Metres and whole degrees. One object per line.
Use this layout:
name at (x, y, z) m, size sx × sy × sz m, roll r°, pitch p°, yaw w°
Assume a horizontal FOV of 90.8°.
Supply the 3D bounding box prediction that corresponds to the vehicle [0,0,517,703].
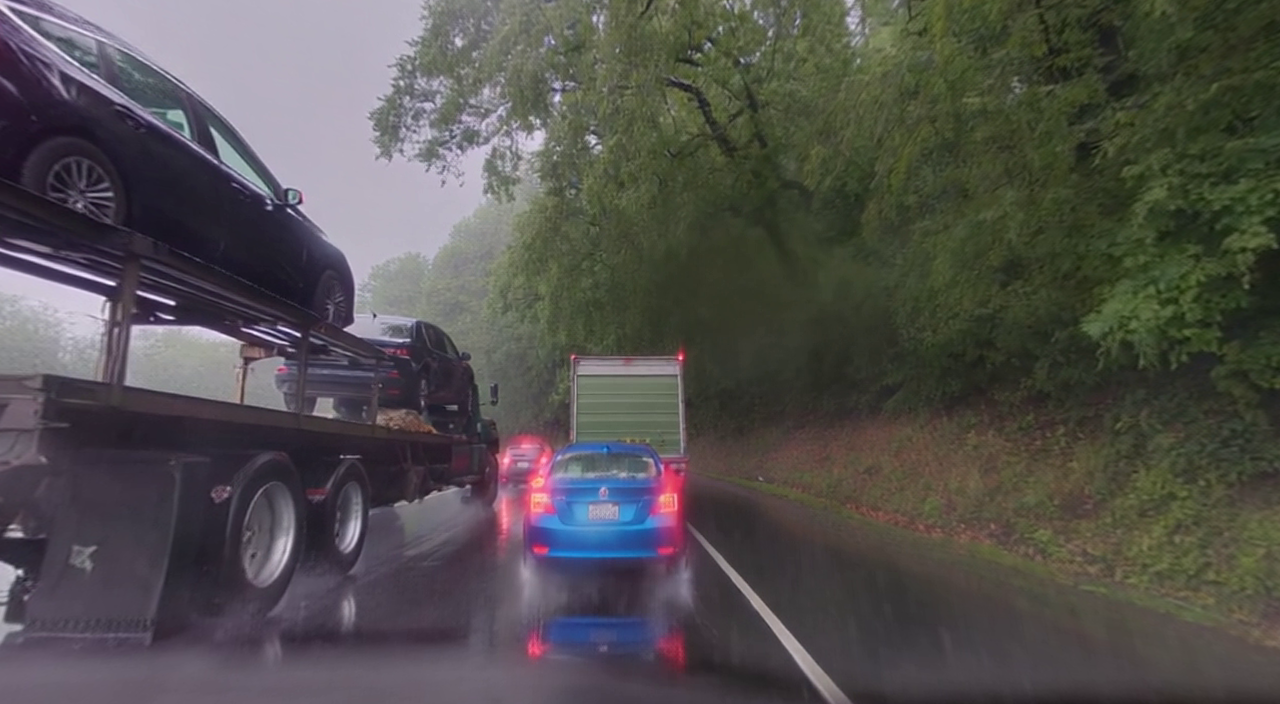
vehicle at (-4.631, 0.748, 9.307) m, size 2.836 × 4.059 × 14.286 m, roll 0°, pitch -9°, yaw 0°

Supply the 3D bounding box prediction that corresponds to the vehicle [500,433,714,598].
vehicle at (-0.328, 1.793, 7.657) m, size 1.991 × 1.507 × 3.391 m, roll 0°, pitch -9°, yaw -1°
